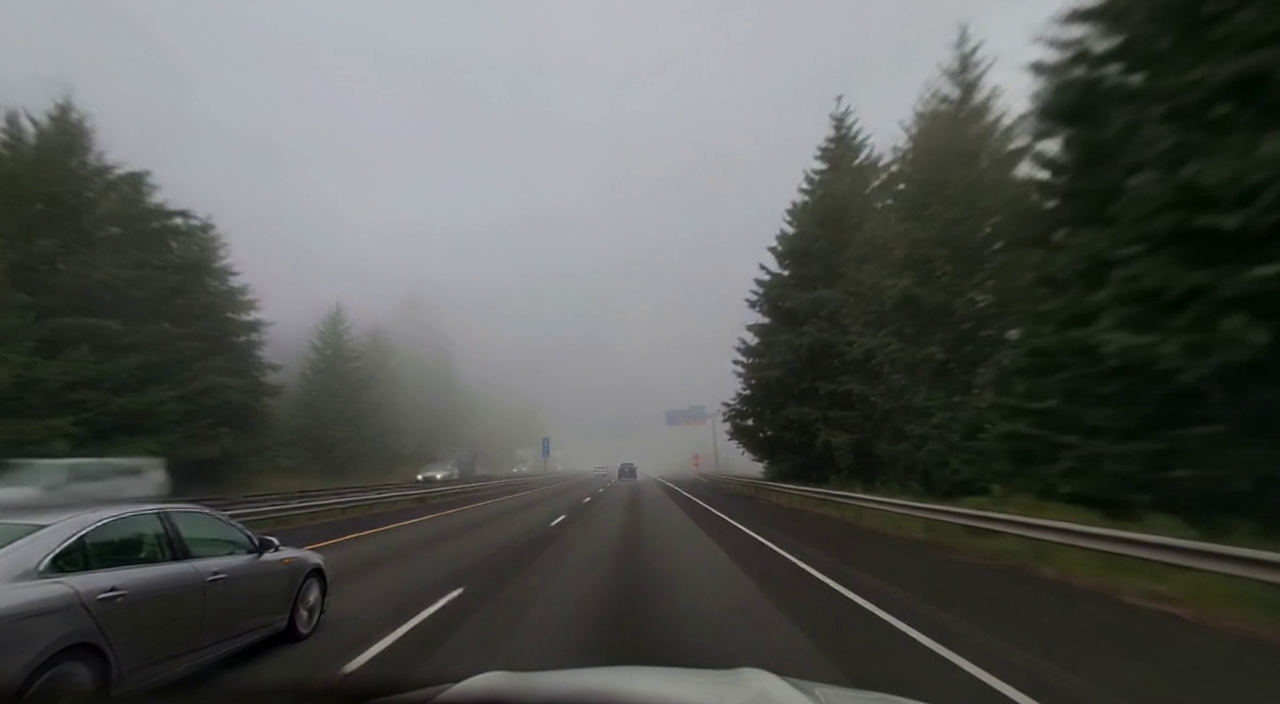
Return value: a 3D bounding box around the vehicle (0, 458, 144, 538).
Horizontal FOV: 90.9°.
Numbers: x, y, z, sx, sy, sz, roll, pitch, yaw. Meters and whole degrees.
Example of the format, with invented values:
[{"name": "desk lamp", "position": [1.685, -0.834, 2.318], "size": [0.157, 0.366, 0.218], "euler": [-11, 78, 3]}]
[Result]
[{"name": "vehicle", "position": [-12.975, 2.905, 12.790], "size": [2.022, 1.459, 4.613], "euler": [1, -10, 0]}]
